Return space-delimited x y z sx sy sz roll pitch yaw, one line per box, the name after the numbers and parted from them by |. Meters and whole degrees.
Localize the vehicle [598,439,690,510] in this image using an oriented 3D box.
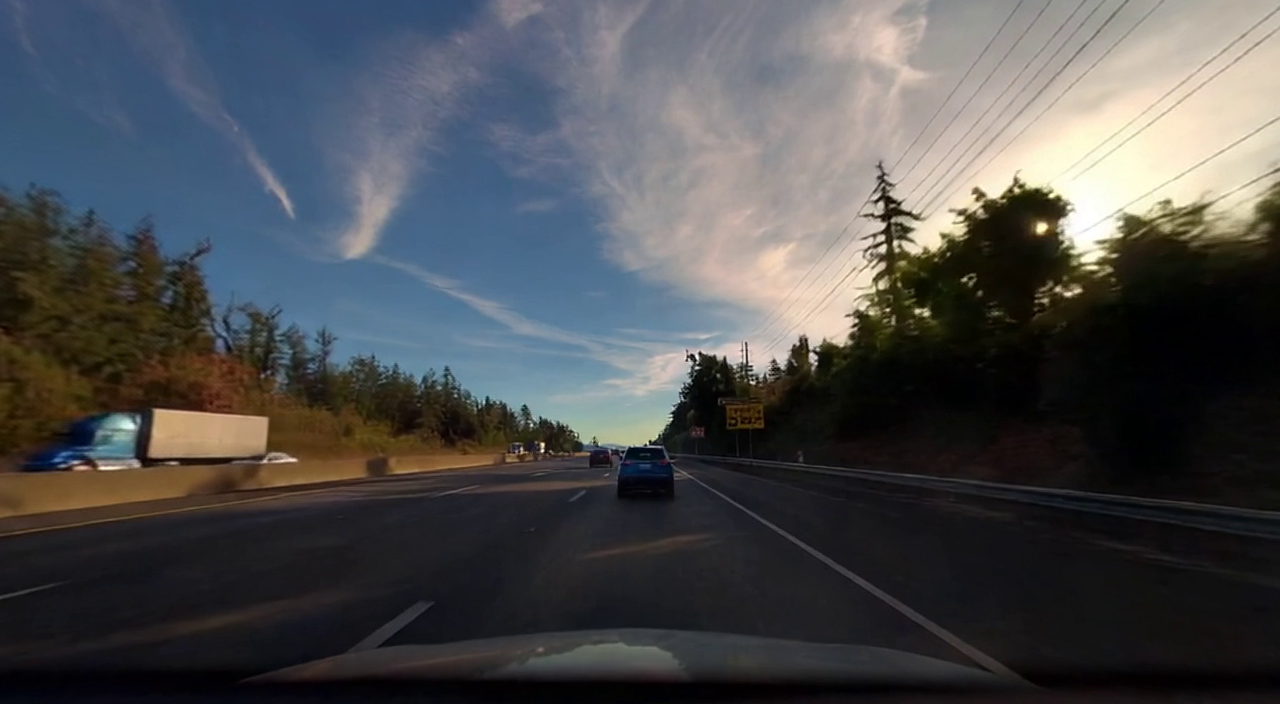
0.077 2.969 15.703 1.966 1.499 4.298 0 -9 0 | vehicle

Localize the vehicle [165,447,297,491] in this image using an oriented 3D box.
-15.731 4.496 24.612 1.985 1.504 4.648 0 -9 1 | vehicle

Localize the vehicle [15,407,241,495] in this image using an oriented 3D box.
-23.984 4.789 30.578 2.966 3.582 9.355 0 -9 0 | vehicle
